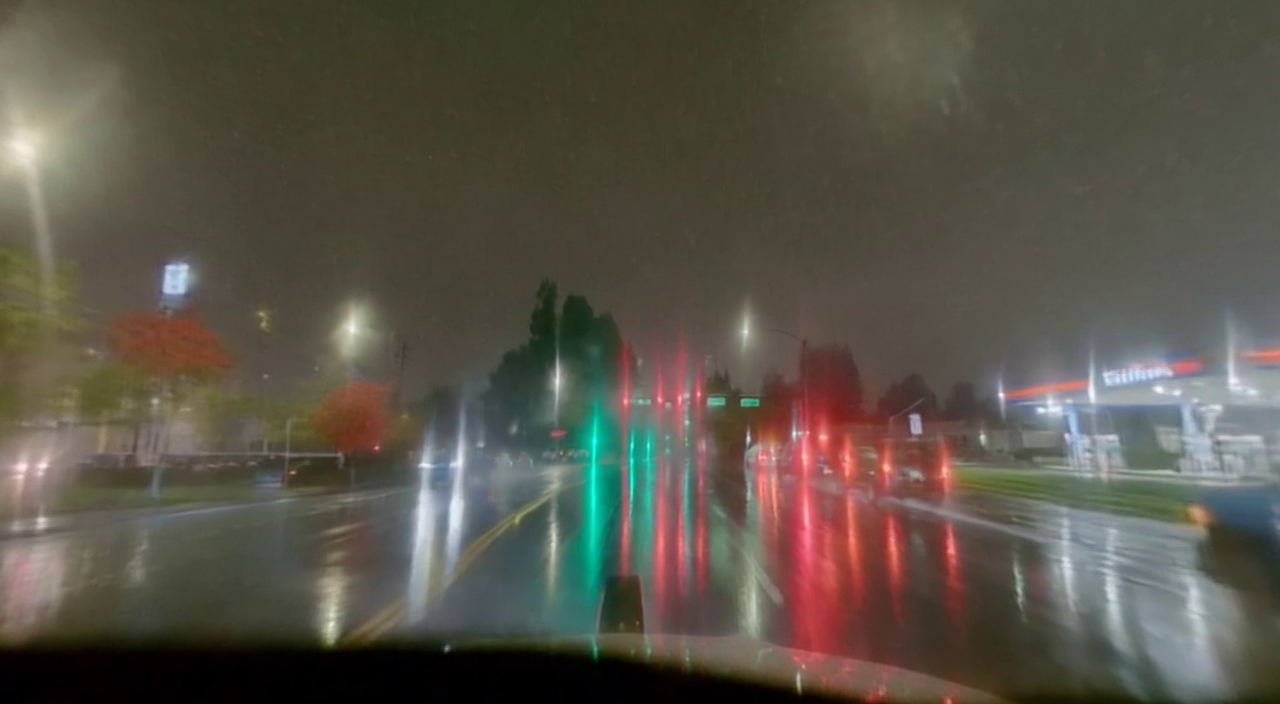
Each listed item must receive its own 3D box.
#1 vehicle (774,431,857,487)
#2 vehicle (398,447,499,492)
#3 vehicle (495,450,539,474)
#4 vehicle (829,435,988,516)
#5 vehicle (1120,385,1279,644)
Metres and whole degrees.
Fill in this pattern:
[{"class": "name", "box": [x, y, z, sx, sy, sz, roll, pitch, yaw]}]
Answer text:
[{"class": "vehicle", "box": [7.310, 4.541, 27.070, 2.181, 2.103, 6.044, -1, -9, 4]}, {"class": "vehicle", "box": [-7.502, 4.634, 25.322, 2.007, 1.606, 4.764, -1, -9, 8]}, {"class": "vehicle", "box": [-8.851, 7.957, 45.847, 1.954, 1.652, 4.440, -1, -9, 5]}, {"class": "vehicle", "box": [6.615, 3.076, 16.334, 1.995, 1.720, 5.067, 0, -9, 2]}, {"class": "vehicle", "box": [5.755, 1.052, 3.680, 2.194, 1.896, 5.049, -1, -9, 5]}]
